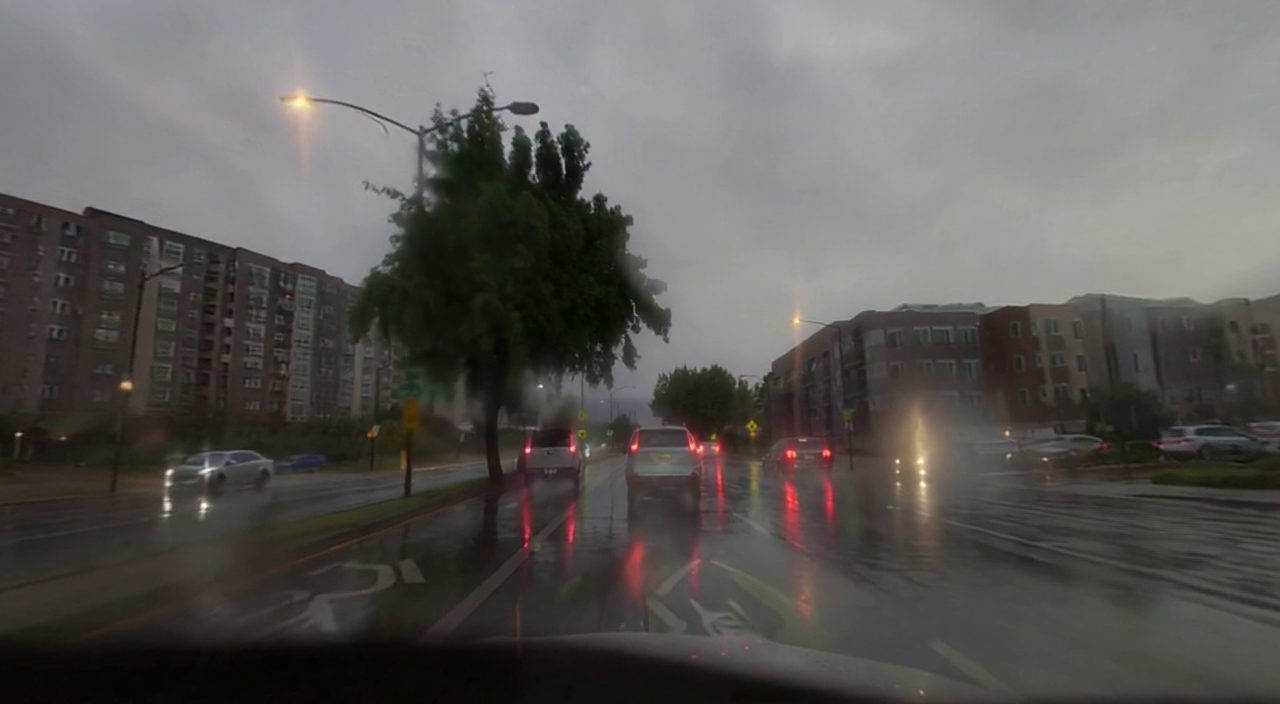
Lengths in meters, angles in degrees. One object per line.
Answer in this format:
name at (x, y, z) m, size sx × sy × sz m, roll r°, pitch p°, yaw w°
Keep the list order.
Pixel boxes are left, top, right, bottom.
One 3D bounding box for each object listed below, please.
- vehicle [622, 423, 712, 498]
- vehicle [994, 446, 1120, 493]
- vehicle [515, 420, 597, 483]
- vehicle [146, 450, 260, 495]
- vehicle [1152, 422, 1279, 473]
vehicle at (0.635, 2.991, 17.641) m, size 2.222 × 1.841 × 4.031 m, roll 0°, pitch -9°, yaw -1°
vehicle at (14.155, 3.982, 21.705) m, size 1.706 × 1.474 × 3.761 m, roll 0°, pitch -9°, yaw 0°
vehicle at (-3.007, 3.747, 23.844) m, size 2.396 × 2.143 × 4.824 m, roll 0°, pitch -9°, yaw 1°
vehicle at (-16.271, 4.458, 23.793) m, size 1.993 × 1.462 × 4.586 m, roll 2°, pitch -9°, yaw -14°
vehicle at (23.086, 3.620, 24.057) m, size 5.050 × 1.756 × 2.206 m, roll -2°, pitch -10°, yaw 1°
